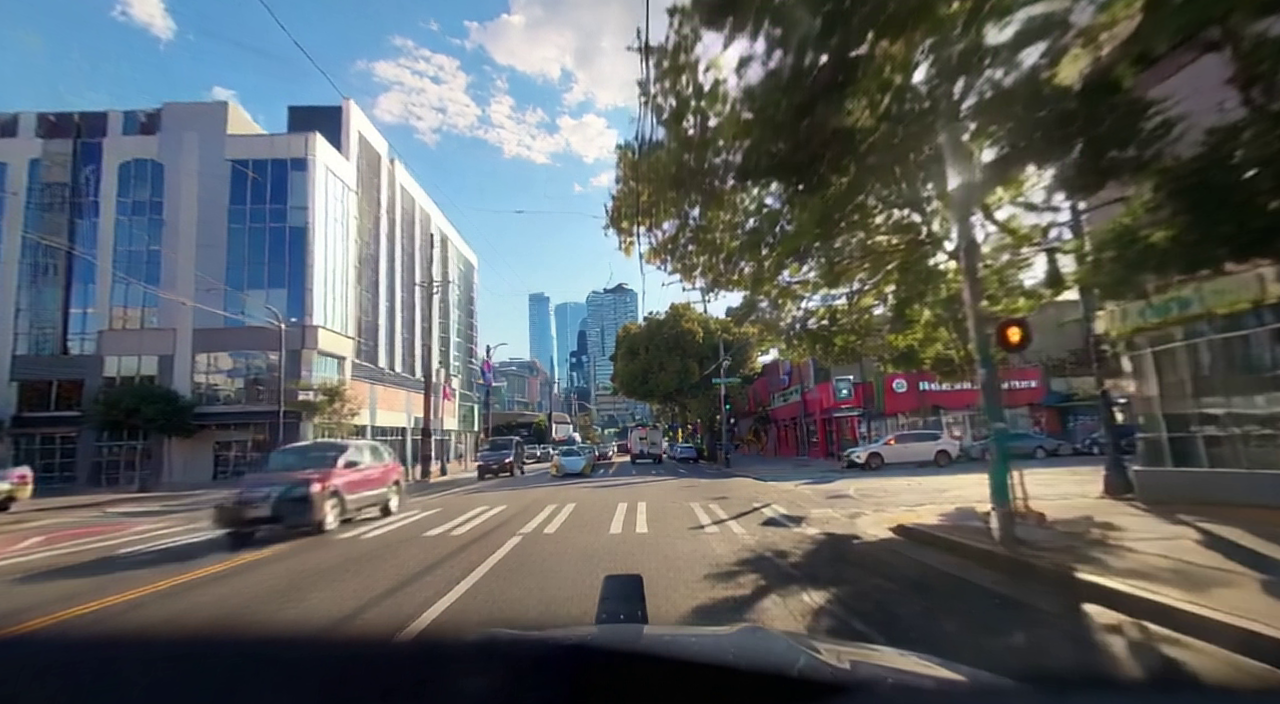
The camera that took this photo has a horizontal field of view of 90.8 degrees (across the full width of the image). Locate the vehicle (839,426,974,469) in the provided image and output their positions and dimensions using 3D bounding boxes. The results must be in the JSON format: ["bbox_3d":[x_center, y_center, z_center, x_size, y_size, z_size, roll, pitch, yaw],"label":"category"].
[{"bbox_3d":[11.644,4.225,27.967,4.966,1.826,2.209,-1,-8,7],"label":"vehicle"}]

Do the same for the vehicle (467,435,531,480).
[{"bbox_3d":[-6.676,5.025,30.450,2.090,1.975,4.657,0,-8,-1],"label":"vehicle"}]

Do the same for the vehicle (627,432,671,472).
[{"bbox_3d":[0.396,5.117,32.541,2.127,1.893,4.194,0,-8,-1],"label":"vehicle"}]

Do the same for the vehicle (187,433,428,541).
[{"bbox_3d":[-5.730,2.347,11.761,2.089,1.578,4.571,0,-8,-2],"label":"vehicle"}]

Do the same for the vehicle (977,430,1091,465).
[{"bbox_3d":[19.039,4.628,30.643,4.161,1.586,1.992,0,-8,-1],"label":"vehicle"}]

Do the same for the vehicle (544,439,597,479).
[{"bbox_3d":[-3.050,4.772,28.505,2.026,1.616,4.109,-1,-8,-2],"label":"vehicle"}]

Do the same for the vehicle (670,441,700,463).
[{"bbox_3d":[3.450,7.756,49.023,1.934,1.633,4.271,0,-8,-1],"label":"vehicle"}]
